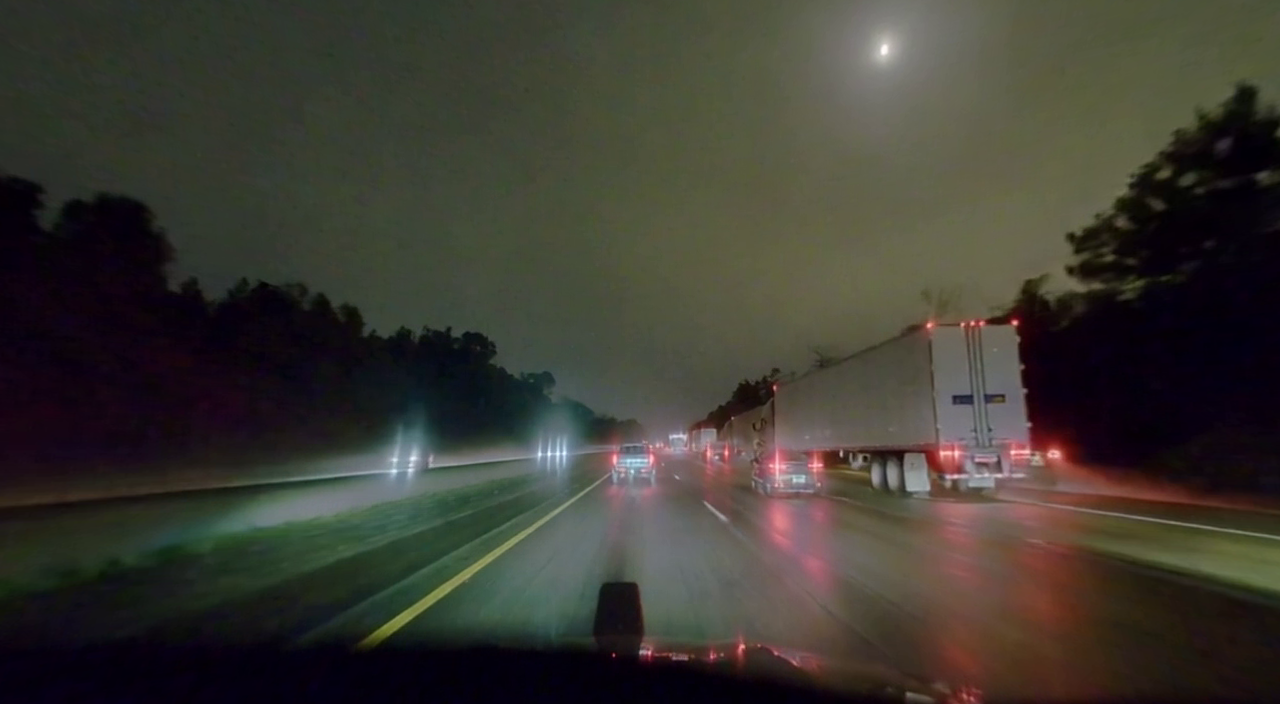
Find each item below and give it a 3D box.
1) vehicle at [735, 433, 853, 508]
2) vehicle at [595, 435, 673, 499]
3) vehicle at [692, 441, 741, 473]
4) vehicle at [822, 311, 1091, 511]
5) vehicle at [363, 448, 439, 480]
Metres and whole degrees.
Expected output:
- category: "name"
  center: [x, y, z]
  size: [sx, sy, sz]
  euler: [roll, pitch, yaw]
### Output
- category: "vehicle"
  center: [3.645, 2.884, 15.696]
  size: [1.920, 1.594, 3.867]
  euler: [0, -9, 0]
- category: "vehicle"
  center: [-0.136, 3.242, 18.121]
  size: [2.023, 1.618, 3.628]
  euler: [0, -9, 1]
- category: "vehicle"
  center: [4.181, 5.845, 35.226]
  size: [2.150, 1.632, 4.260]
  euler: [0, -9, -1]
- category: "vehicle"
  center: [7.624, 1.805, 17.109]
  size: [2.823, 4.063, 8.485]
  euler: [0, -9, 0]
- category: "vehicle"
  center: [-11.927, 5.617, 31.819]
  size: [2.189, 1.486, 4.091]
  euler: [0, -9, 1]
